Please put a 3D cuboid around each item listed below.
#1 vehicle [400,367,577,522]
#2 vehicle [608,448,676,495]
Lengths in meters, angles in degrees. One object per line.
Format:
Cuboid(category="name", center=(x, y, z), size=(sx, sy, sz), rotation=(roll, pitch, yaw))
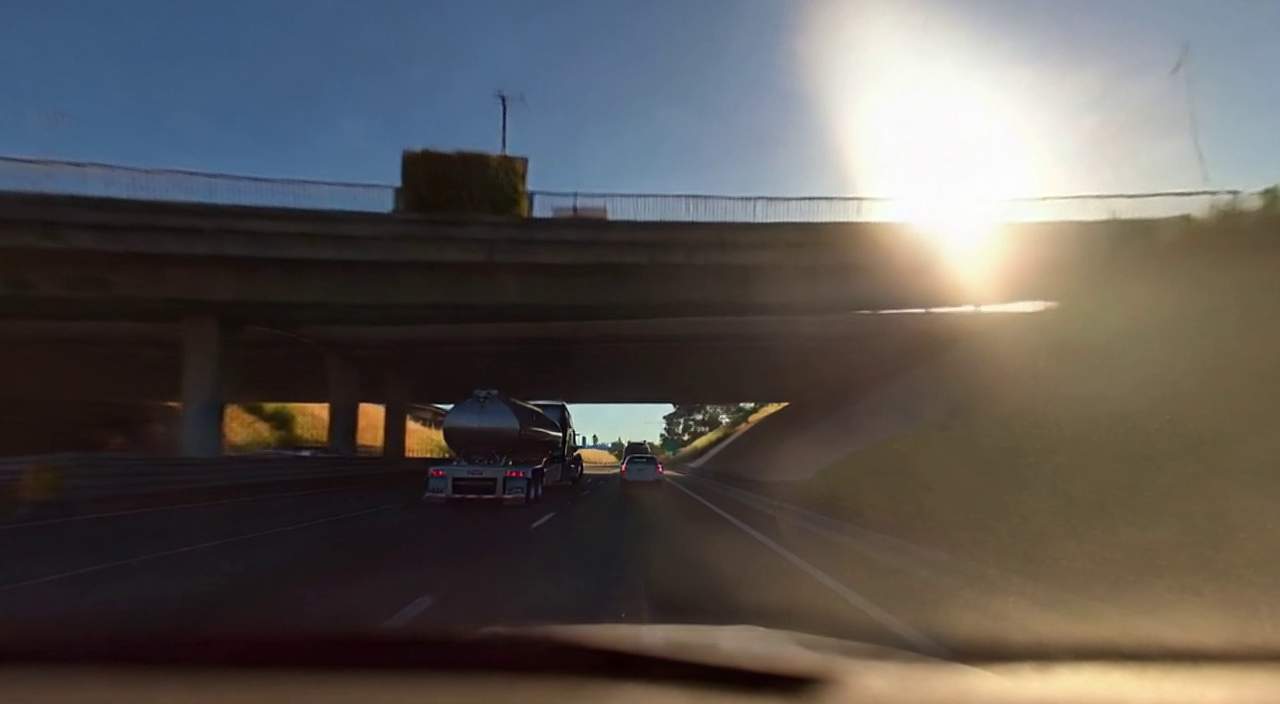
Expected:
Cuboid(category="vehicle", center=(-4.178, 3.195, 21.864), size=(2.896, 3.563, 14.643), rotation=(0, -9, -1))
Cuboid(category="vehicle", center=(0.020, 4.208, 22.605), size=(2.215, 1.481, 4.246), rotation=(0, -9, -1))
